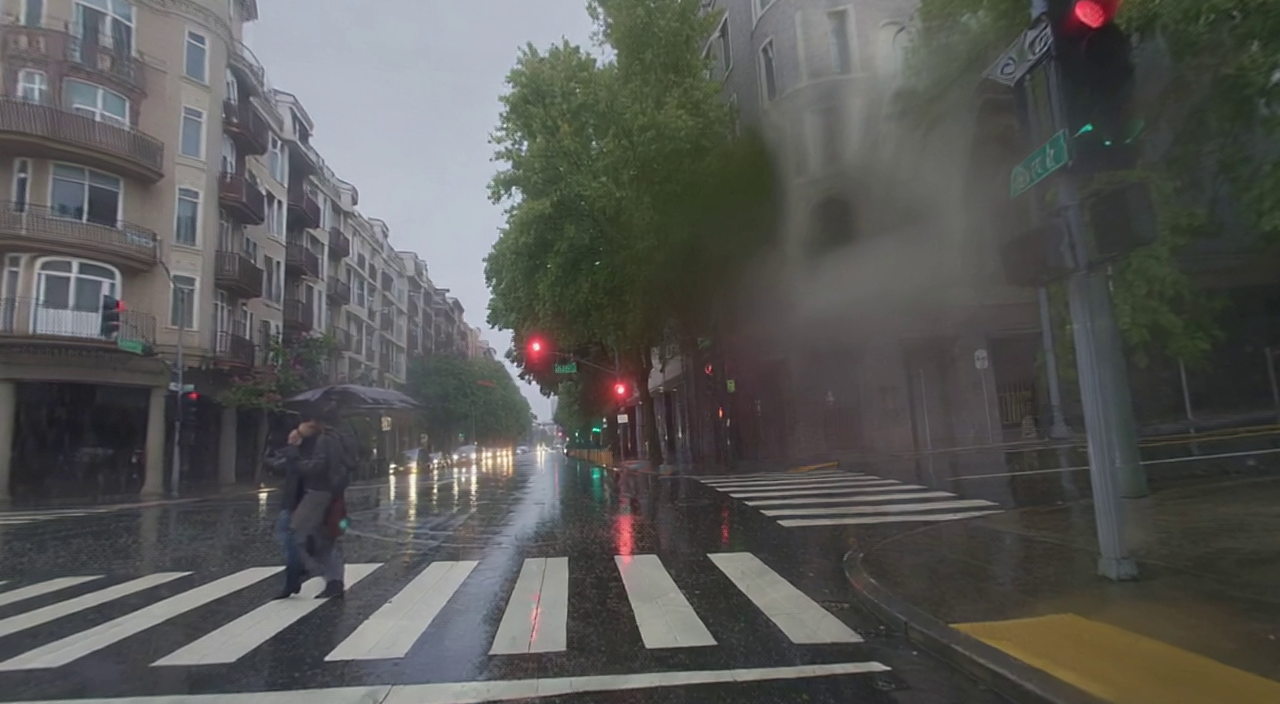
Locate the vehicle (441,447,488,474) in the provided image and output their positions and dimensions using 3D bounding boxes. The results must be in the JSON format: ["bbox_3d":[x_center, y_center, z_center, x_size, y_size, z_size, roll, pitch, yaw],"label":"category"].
[{"bbox_3d":[-10.484,6.478,38.088,2.196,1.503,4.371,1,-9,-8],"label":"vehicle"}]
